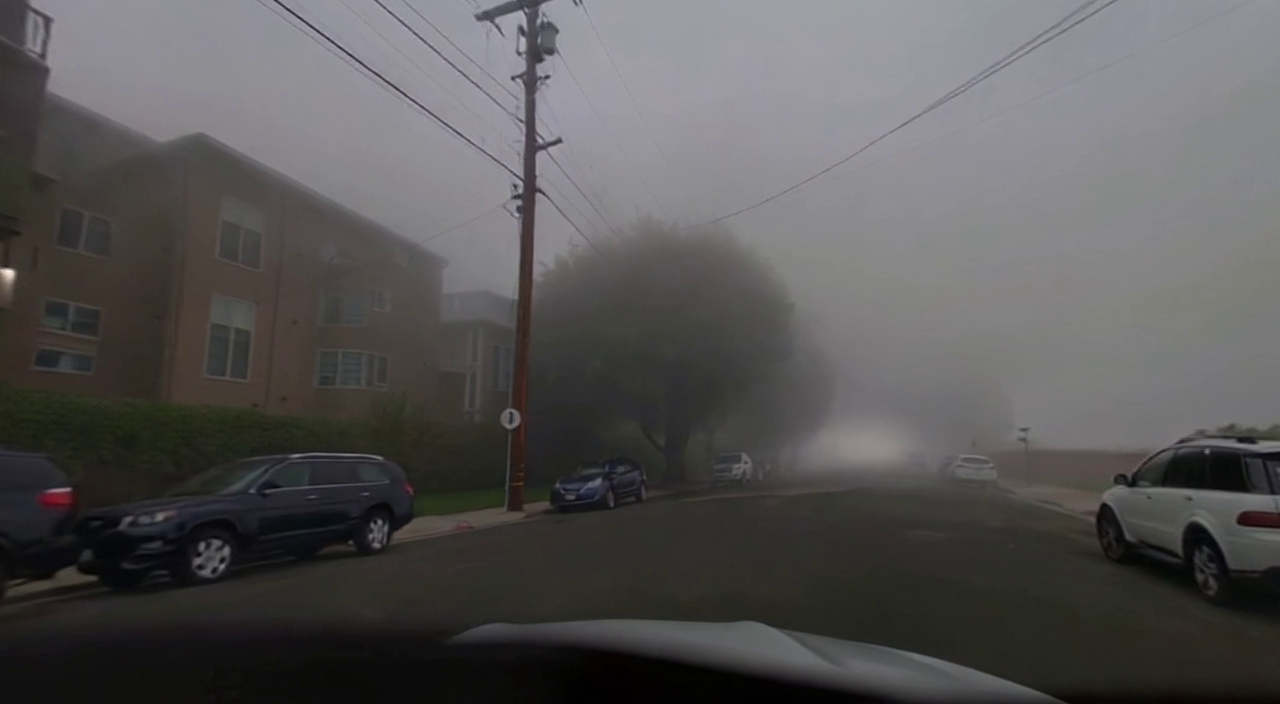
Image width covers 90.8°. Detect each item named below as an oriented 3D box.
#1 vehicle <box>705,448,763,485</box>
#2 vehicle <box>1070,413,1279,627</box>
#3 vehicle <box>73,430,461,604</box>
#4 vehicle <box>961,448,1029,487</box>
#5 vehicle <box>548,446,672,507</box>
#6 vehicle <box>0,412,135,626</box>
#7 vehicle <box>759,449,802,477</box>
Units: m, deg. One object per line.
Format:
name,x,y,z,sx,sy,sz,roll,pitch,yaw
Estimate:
vehicle,5.157,6.126,34.153,2.011,1.801,4.676,-3,-9,22
vehicle,6.592,1.599,6.841,2.180,1.677,4.432,-3,-9,21
vehicle,-4.985,2.235,9.351,2.068,1.745,4.579,-11,-12,19
vehicle,15.437,4.999,27.675,1.964,1.515,4.055,-3,-9,21
vehicle,-0.817,4.038,20.287,2.017,1.582,4.664,-9,-14,23
vehicle,-7.081,1.412,4.502,1.973,1.848,5.100,-12,-13,19
vehicle,10.247,8.062,45.736,1.953,1.699,4.234,-10,-15,23
